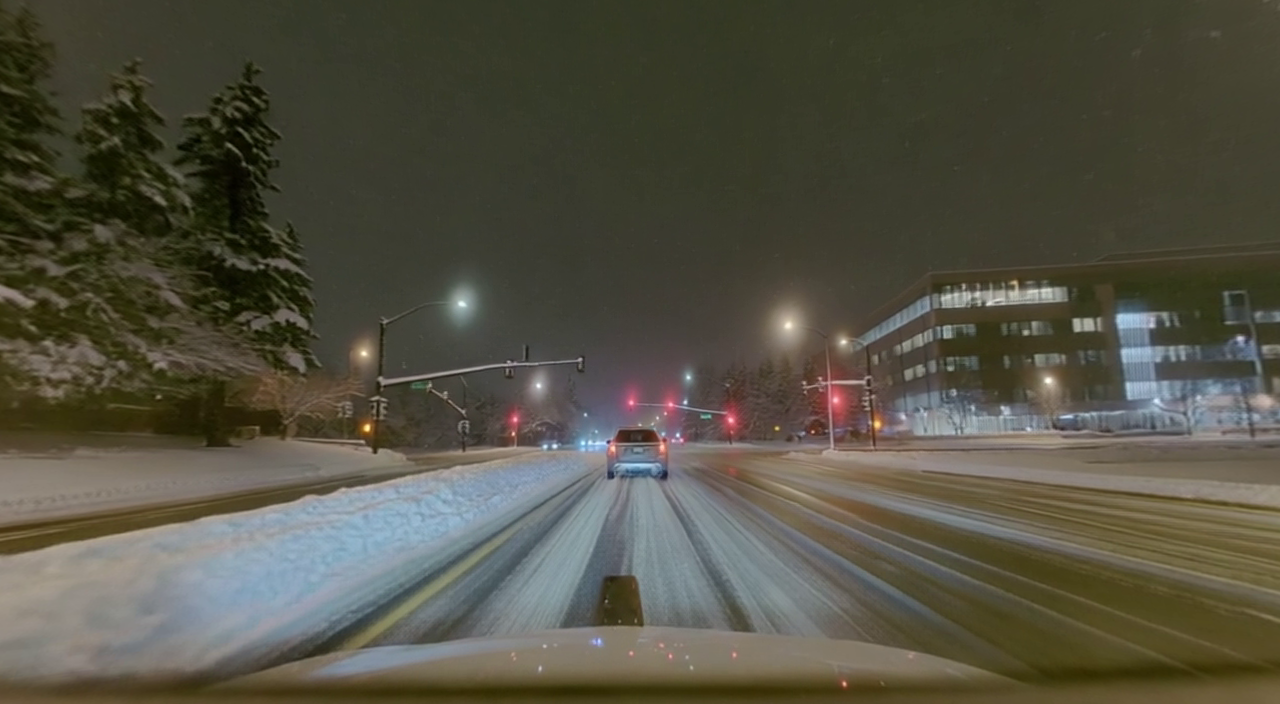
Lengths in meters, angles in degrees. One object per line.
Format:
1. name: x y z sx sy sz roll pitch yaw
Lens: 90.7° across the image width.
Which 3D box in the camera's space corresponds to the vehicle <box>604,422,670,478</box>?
1. vehicle: -0.139 3.726 24.125 2.267 1.926 4.708 0 -9 -1
